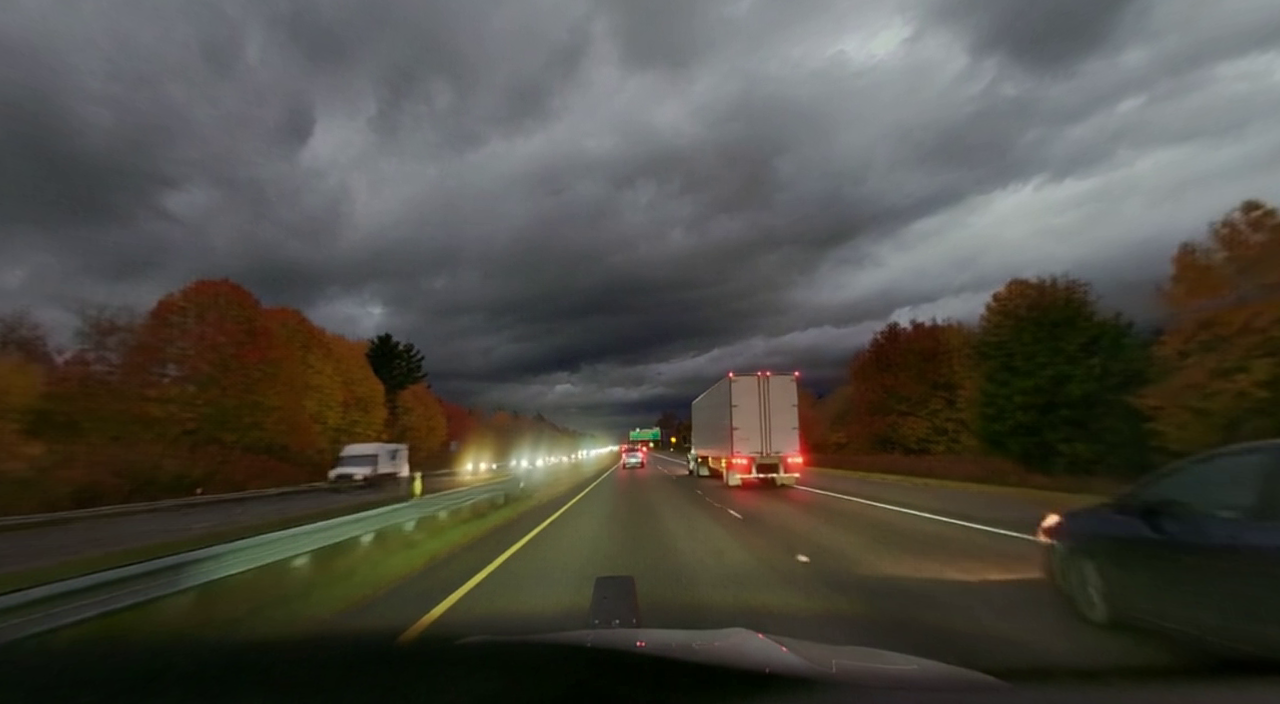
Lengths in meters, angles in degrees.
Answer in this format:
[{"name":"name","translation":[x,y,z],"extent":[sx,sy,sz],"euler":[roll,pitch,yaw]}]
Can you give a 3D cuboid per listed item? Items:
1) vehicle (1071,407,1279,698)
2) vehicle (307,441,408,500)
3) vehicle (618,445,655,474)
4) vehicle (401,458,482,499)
[{"name":"vehicle","translation":[4.352,0.942,2.647],"extent":[1.997,1.504,4.236],"euler":[0,-9,0]},{"name":"vehicle","translation":[-14.243,5.974,32.112],"extent":[2.353,2.651,5.953],"euler":[-1,-9,0]},{"name":"vehicle","translation":[-0.250,6.702,39.207],"extent":[2.168,1.705,4.272],"euler":[0,-9,-1]},{"name":"vehicle","translation":[-8.413,5.387,27.074],"extent":[1.990,1.528,4.661],"euler":[-1,-9,0]}]
